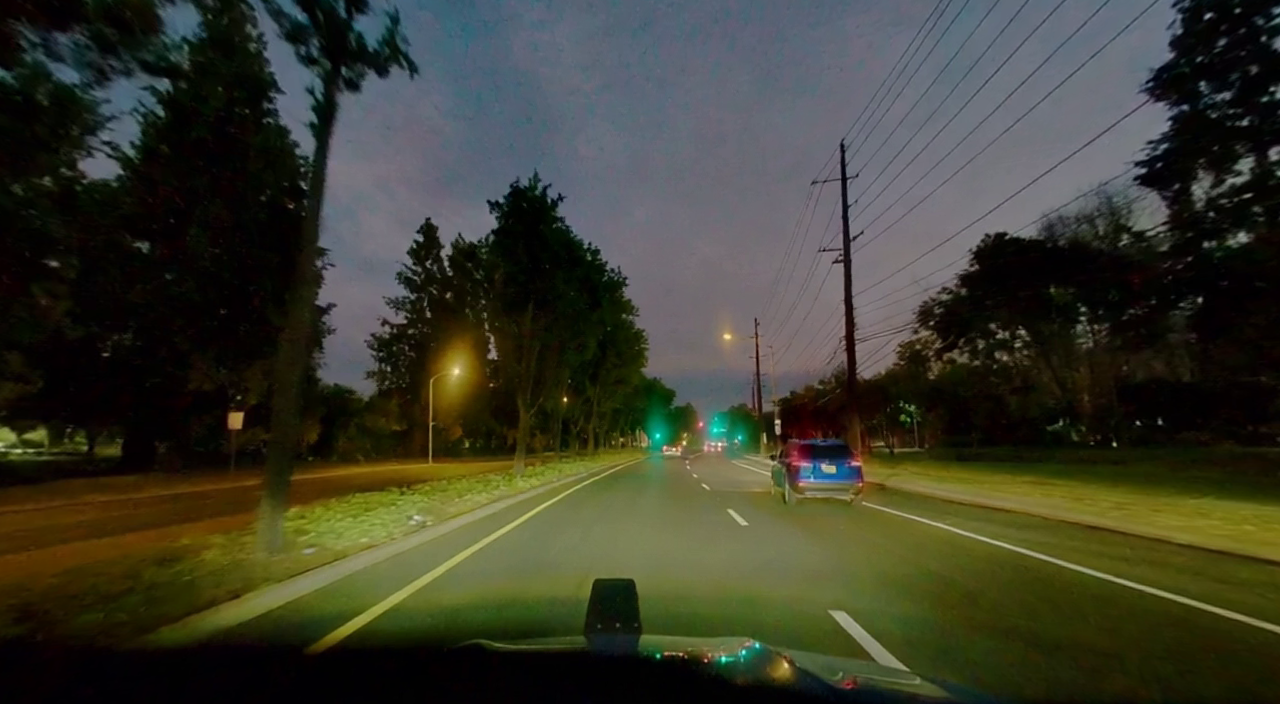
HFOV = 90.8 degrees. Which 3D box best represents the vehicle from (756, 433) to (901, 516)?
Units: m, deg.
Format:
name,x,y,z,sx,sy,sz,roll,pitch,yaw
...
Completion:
name,x,y,z,sx,sy,sz,roll,pitch,yaw
vehicle,3.897,2.586,13.902,1.881,1.512,4.294,-1,-8,1
